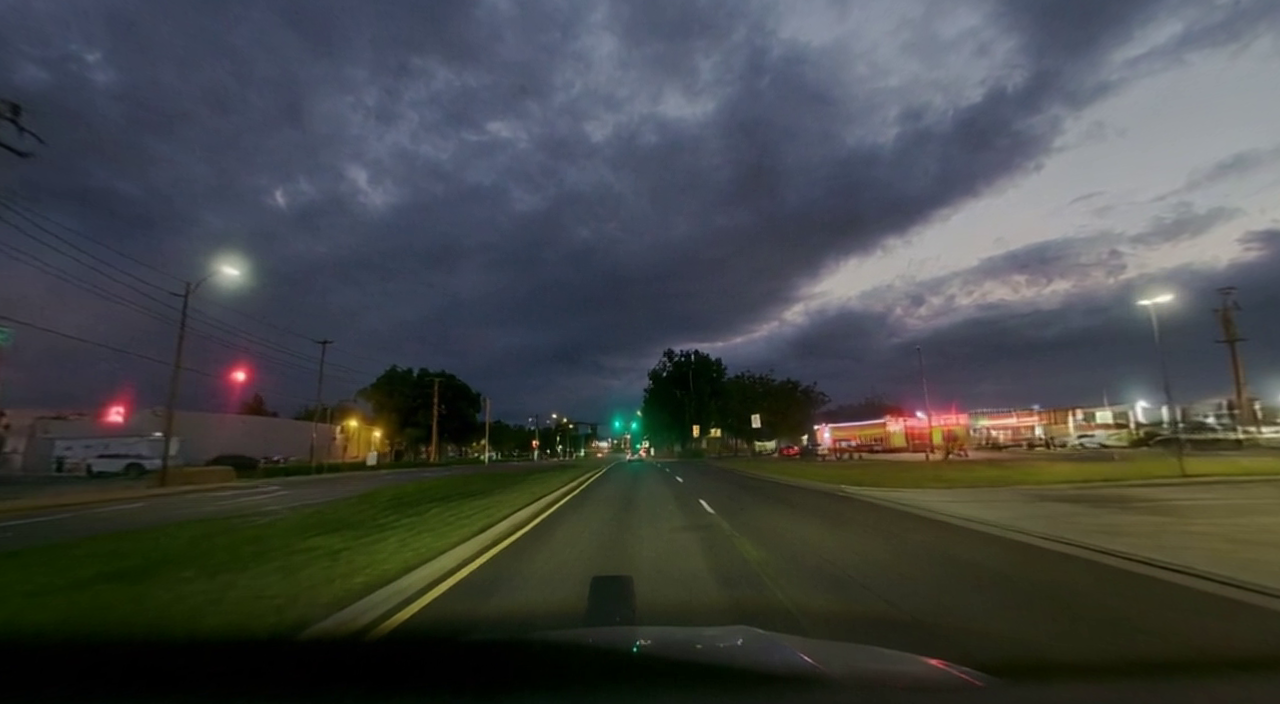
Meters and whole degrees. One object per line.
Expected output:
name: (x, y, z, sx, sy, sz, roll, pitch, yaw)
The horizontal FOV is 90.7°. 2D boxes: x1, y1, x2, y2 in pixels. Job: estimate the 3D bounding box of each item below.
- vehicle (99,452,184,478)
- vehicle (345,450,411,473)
vehicle: (-32.713, 7.401, 41.595, 3.976, 1.504, 1.896, -2, -7, 1)
vehicle: (-20.181, 8.444, 48.779, 4.303, 1.409, 1.862, -3, -6, 2)
